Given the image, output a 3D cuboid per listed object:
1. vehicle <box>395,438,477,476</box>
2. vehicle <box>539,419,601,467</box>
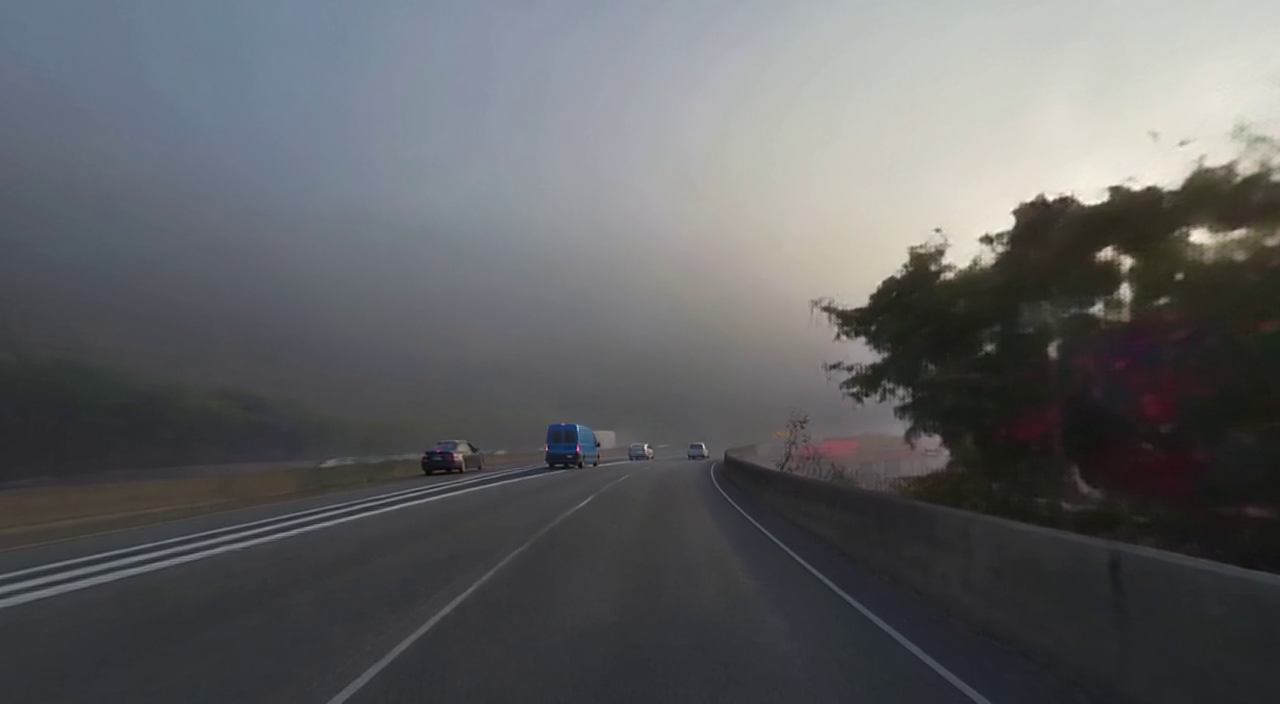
[{"bbox_3d":[-8.917,4.617,28.061,1.821,1.524,4.342,-1,-8,5],"label":"vehicle"},{"bbox_3d":[-4.115,5.584,38.702,2.314,2.703,6.441,-1,-8,7],"label":"vehicle"}]
